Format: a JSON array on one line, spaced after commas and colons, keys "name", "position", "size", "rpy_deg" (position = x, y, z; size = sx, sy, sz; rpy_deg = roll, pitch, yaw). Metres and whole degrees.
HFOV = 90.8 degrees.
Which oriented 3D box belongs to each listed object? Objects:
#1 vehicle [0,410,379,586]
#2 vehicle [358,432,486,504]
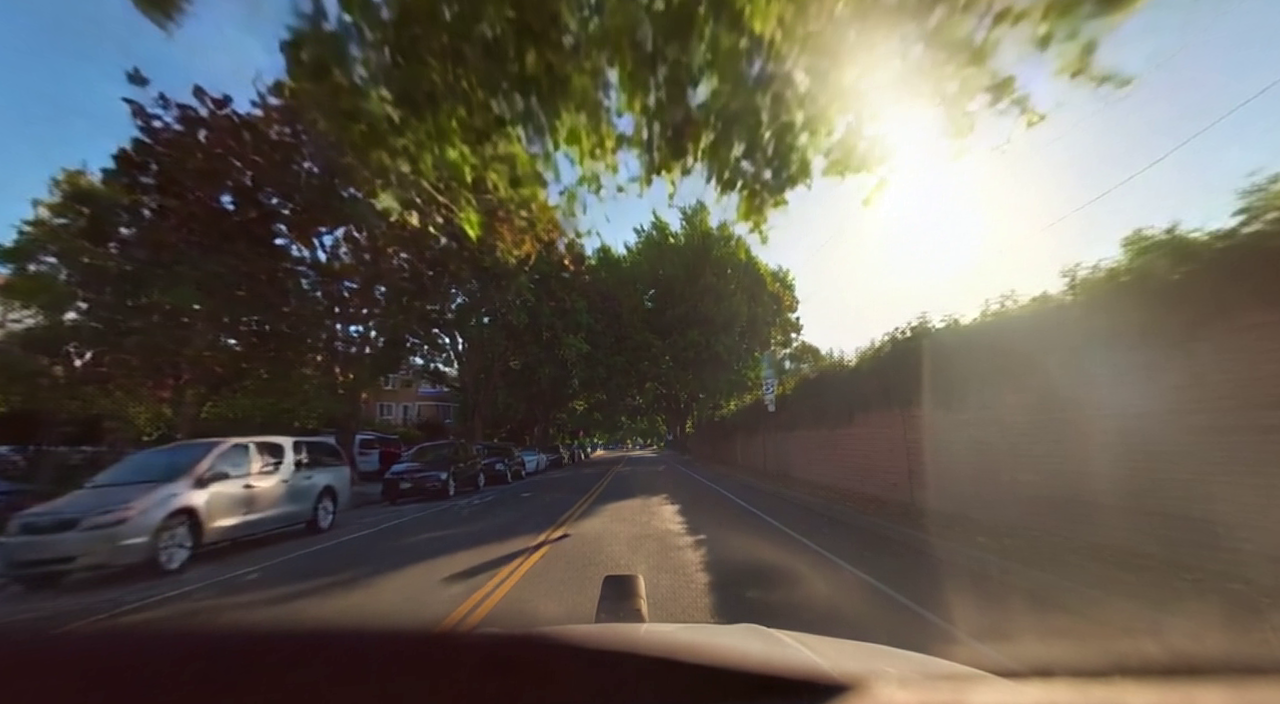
[{"name": "vehicle", "position": [-6.177, 1.914, 9.527], "size": [2.109, 1.847, 5.553], "rpy_deg": [0, -8, 0]}, {"name": "vehicle", "position": [-6.290, 3.362, 18.959], "size": [2.009, 1.820, 4.821], "rpy_deg": [1, -8, 1]}]
